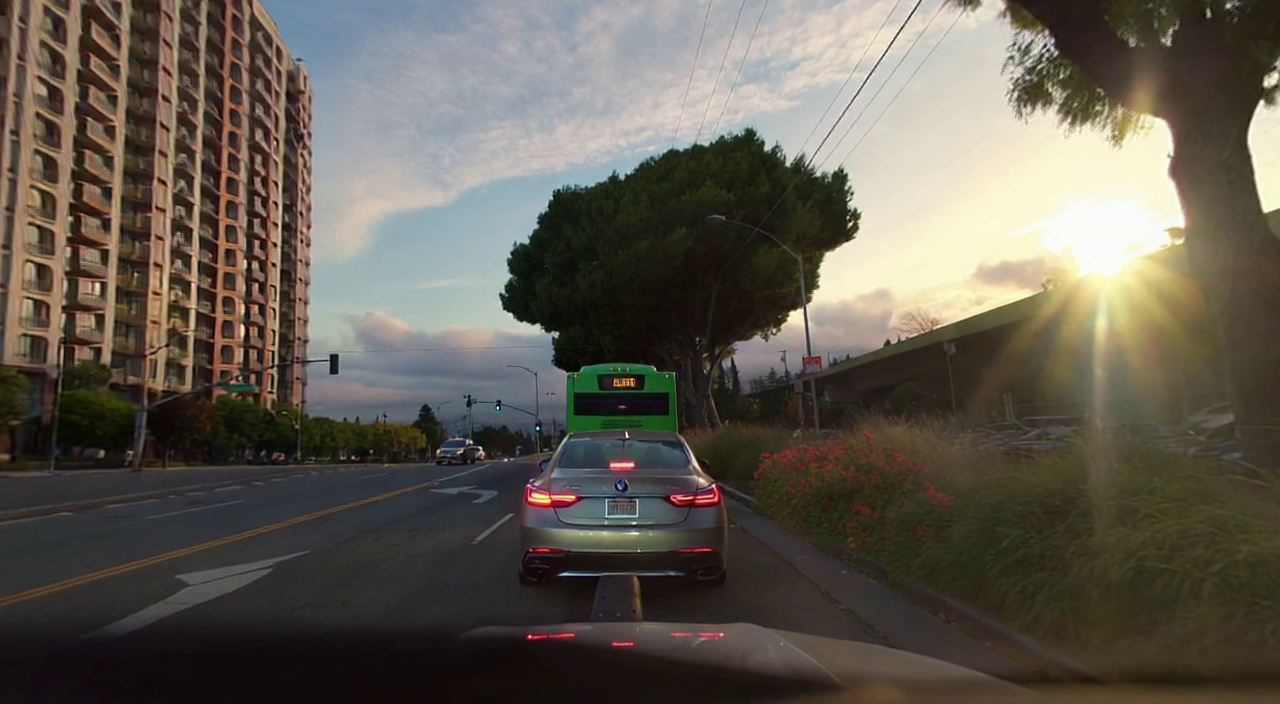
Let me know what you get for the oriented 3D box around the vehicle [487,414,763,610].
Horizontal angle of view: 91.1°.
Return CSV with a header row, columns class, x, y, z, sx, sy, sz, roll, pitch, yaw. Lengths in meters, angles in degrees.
class,x,y,z,sx,sy,sz,roll,pitch,yaw
vehicle,-0.157,1.465,6.749,2.064,1.452,3.942,0,-8,-1
